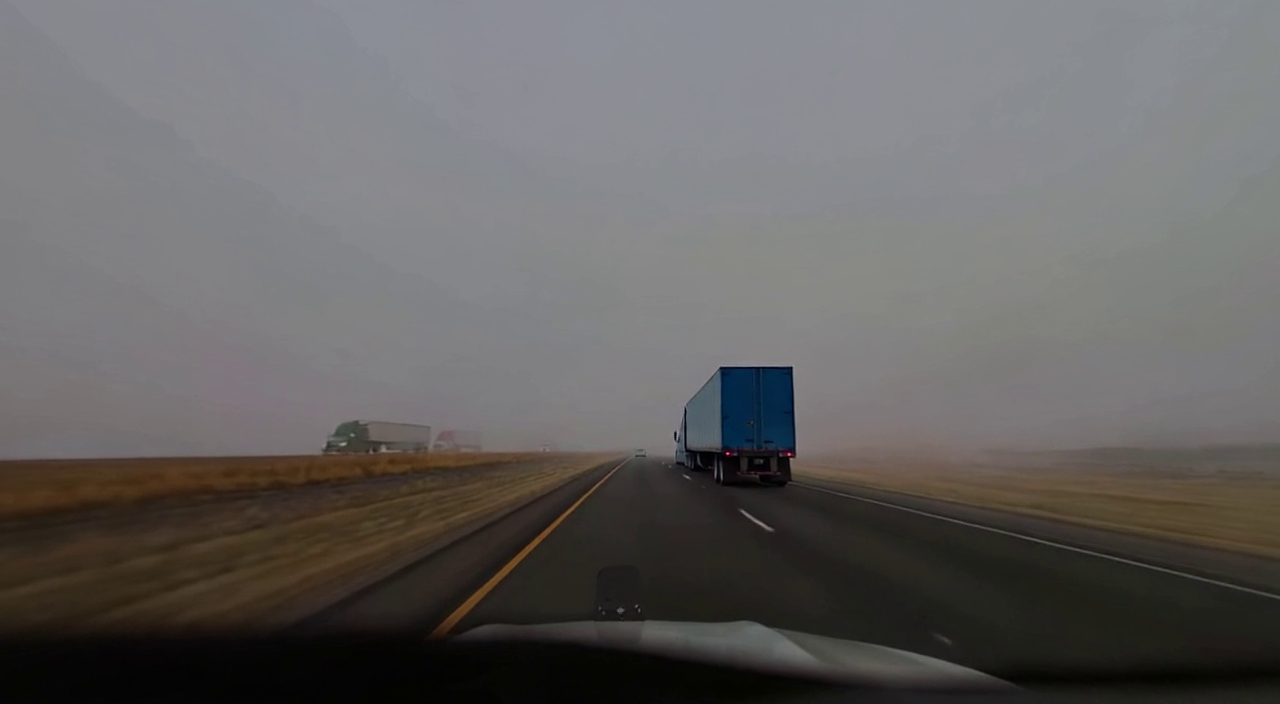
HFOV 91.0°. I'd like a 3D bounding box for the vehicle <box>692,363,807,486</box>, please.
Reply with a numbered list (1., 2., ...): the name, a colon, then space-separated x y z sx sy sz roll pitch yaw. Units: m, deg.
1. vehicle: 4.240 3.446 27.955 2.818 4.206 12.987 0 -9 0
